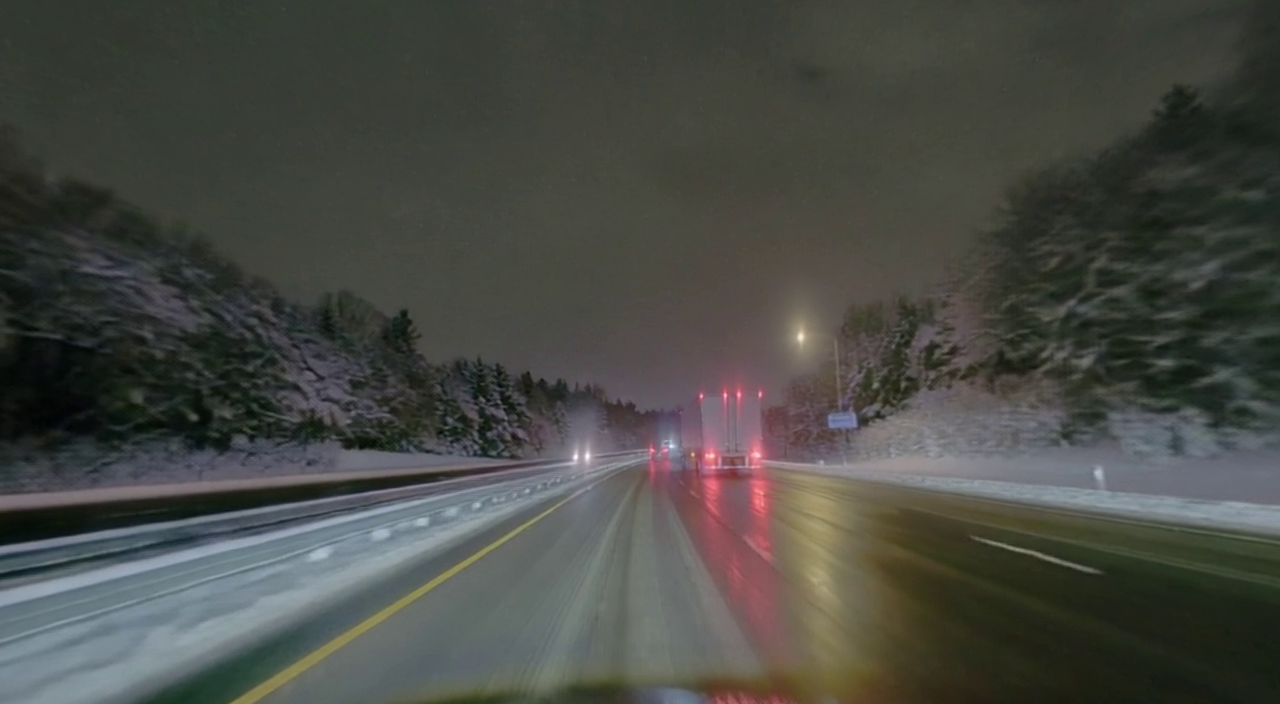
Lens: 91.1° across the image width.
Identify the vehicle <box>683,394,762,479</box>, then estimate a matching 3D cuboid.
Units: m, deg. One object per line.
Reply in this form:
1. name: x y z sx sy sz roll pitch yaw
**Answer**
1. vehicle: 4.358 4.977 36.368 2.965 4.028 12.529 -1 -9 1
